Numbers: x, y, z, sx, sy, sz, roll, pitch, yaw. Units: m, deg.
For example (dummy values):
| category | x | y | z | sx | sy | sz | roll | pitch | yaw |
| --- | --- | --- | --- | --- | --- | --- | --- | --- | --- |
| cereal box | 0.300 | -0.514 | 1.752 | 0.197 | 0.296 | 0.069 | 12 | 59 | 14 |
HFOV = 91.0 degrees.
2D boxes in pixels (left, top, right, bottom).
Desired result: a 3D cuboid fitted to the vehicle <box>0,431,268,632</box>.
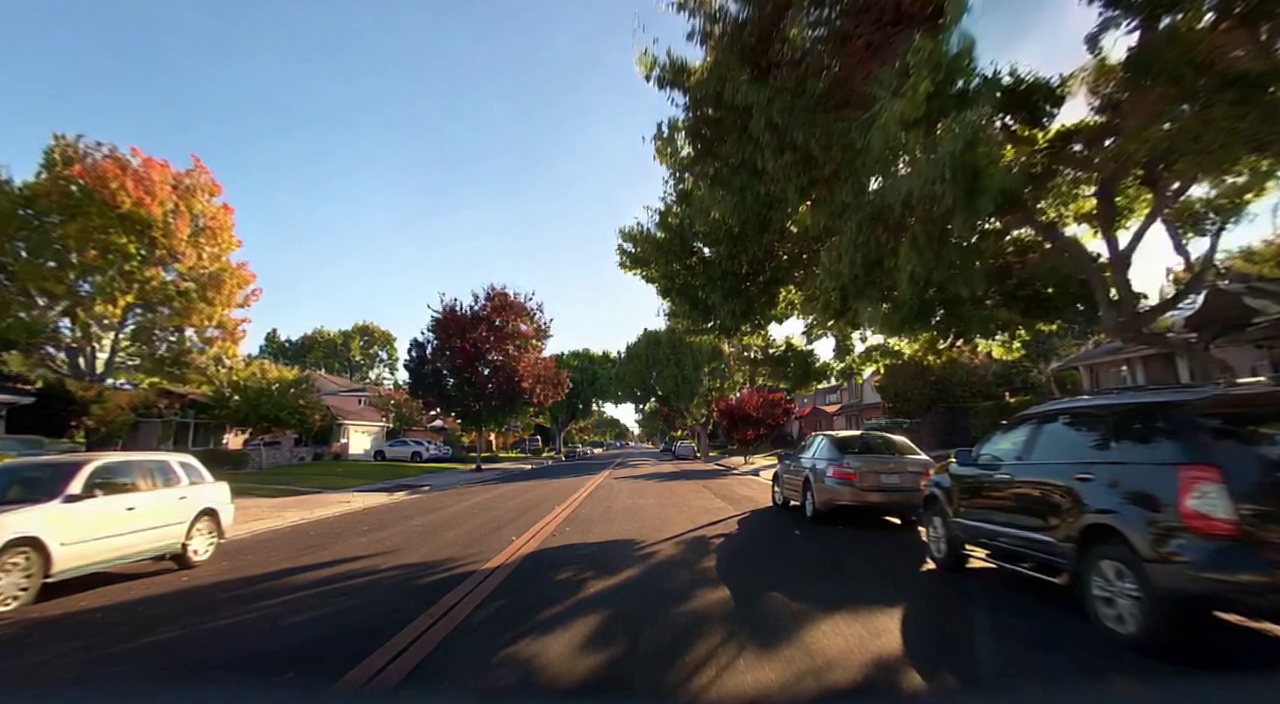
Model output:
| category | x | y | z | sx | sy | sz | roll | pitch | yaw |
| --- | --- | --- | --- | --- | --- | --- | --- | --- | --- |
| vehicle | -5.823 | 1.648 | 6.189 | 1.898 | 1.507 | 4.009 | -4 | -9 | 0 |

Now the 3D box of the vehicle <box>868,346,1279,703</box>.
| category | x | y | z | sx | sy | sz | roll | pitch | yaw |
| --- | --- | --- | --- | --- | --- | --- | --- | --- | --- |
| vehicle | 3.923 | 1.217 | 5.082 | 2.068 | 1.838 | 5.278 | 0 | -8 | -1 |

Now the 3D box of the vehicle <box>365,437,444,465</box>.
| category | x | y | z | sx | sy | sz | roll | pitch | yaw |
| --- | --- | --- | --- | --- | --- | --- | --- | --- | --- |
| vehicle | -15.300 | 6.445 | 41.070 | 4.320 | 1.767 | 1.951 | 0 | -9 | 5 |

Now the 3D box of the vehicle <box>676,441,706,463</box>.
| category | x | y | z | sx | sy | sz | roll | pitch | yaw |
| --- | --- | --- | --- | --- | --- | --- | --- | --- | --- |
| vehicle | 3.941 | 7.823 | 49.439 | 1.917 | 1.569 | 4.460 | 0 | -8 | -1 |
